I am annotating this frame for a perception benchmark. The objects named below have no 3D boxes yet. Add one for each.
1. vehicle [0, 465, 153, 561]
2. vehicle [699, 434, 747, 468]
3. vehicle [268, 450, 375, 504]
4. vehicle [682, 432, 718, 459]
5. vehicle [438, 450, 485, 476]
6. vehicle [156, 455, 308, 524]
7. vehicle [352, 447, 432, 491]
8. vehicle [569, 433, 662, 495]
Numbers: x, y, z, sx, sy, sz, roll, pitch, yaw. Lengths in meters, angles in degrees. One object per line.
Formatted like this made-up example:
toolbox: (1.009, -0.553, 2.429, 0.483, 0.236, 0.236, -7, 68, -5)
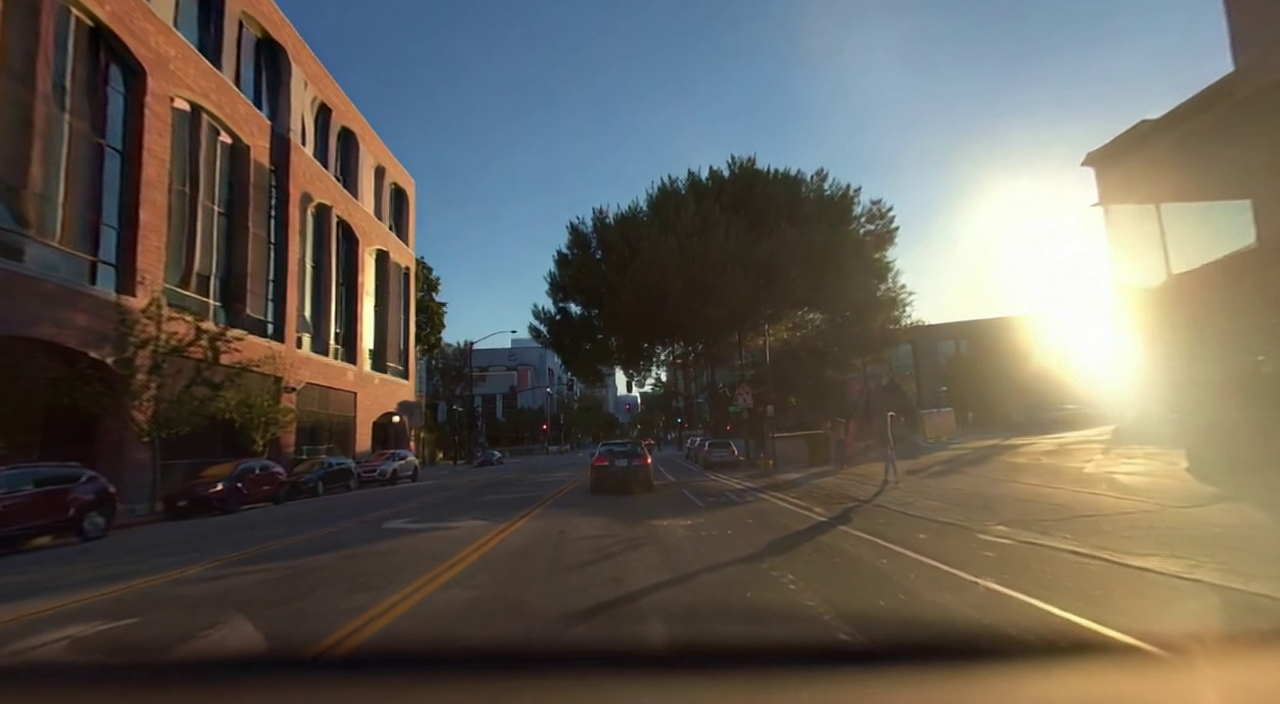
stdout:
vehicle: (-11.790, 2.923, 11.495, 1.991, 1.507, 4.879, -2, -8, 0)
vehicle: (4.381, 5.318, 34.116, 1.924, 1.645, 4.528, -1, -8, 0)
vehicle: (-12.235, 4.785, 24.641, 1.945, 1.712, 4.648, -3, -8, -2)
vehicle: (4.396, 6.948, 46.981, 1.972, 1.822, 4.889, -3, -8, -1)
vehicle: (-12.330, 7.638, 43.869, 1.968, 1.469, 4.523, -3, -8, -1)
vehicle: (-12.087, 4.034, 19.068, 1.976, 1.577, 4.091, -6, -8, -1)
vehicle: (-12.037, 5.674, 31.025, 2.090, 1.784, 4.832, -4, -8, -2)
vehicle: (-0.609, 3.037, 17.441, 2.269, 1.479, 3.980, 0, -8, 0)
